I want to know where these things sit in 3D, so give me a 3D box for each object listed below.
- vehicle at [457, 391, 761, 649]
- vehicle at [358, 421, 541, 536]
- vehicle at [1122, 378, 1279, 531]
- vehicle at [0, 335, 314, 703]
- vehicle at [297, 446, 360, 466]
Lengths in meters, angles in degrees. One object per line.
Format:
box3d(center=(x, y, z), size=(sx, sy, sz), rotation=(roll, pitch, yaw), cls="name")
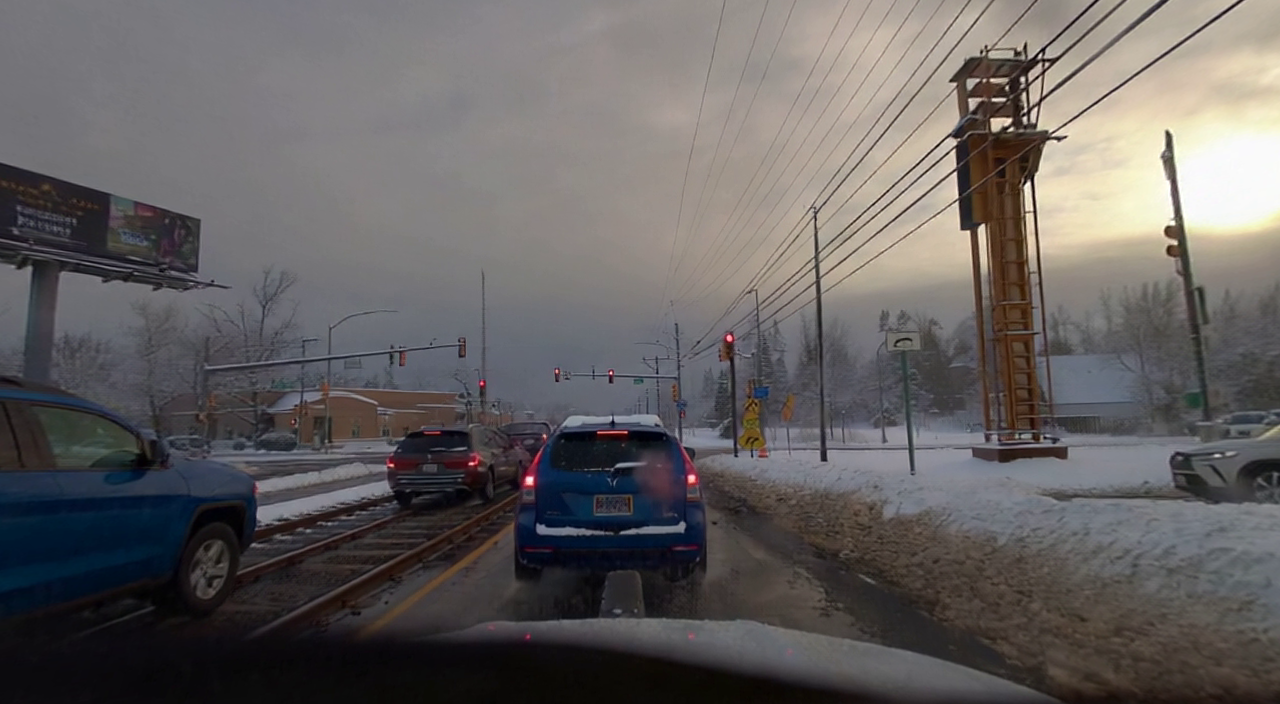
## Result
box3d(center=(-0.216, 1.398, 6.136), size=(2.025, 1.723, 3.644), rotation=(0, -9, 0), cls="vehicle")
box3d(center=(-3.151, 2.187, 11.521), size=(1.988, 1.678, 4.317), rotation=(0, -9, 0), cls="vehicle")
box3d(center=(9.588, 1.312, 8.197), size=(5.060, 1.702, 2.033), rotation=(1, -9, -4), cls="vehicle")
box3d(center=(-3.924, 0.860, 2.978), size=(2.052, 1.814, 5.184), rotation=(0, -9, -1), cls="vehicle")
box3d(center=(-24.207, 8.070, 49.089), size=(4.357, 1.444, 1.842), rotation=(-3, -9, 19), cls="vehicle")
